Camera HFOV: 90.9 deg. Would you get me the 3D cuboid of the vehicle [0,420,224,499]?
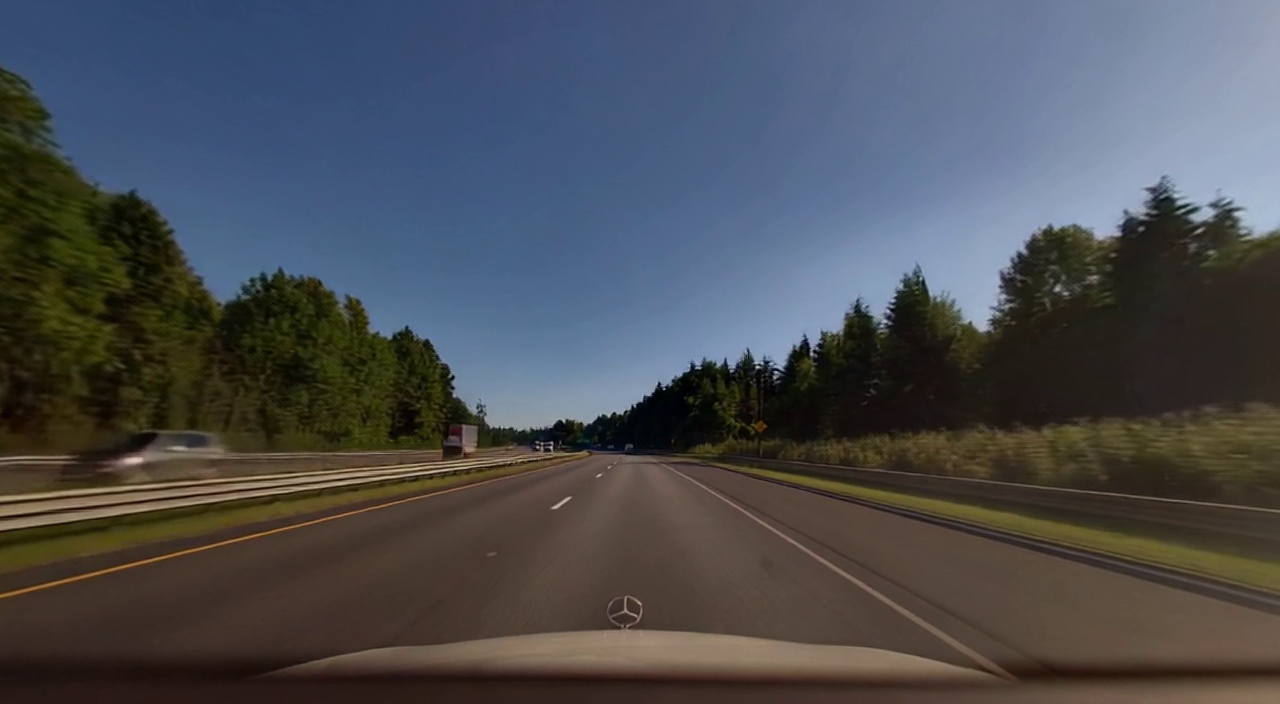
[{"bbox_3d":[-11.894,2.407,14.297,2.041,1.513,4.136,0,-9,0],"label":"vehicle"}]
